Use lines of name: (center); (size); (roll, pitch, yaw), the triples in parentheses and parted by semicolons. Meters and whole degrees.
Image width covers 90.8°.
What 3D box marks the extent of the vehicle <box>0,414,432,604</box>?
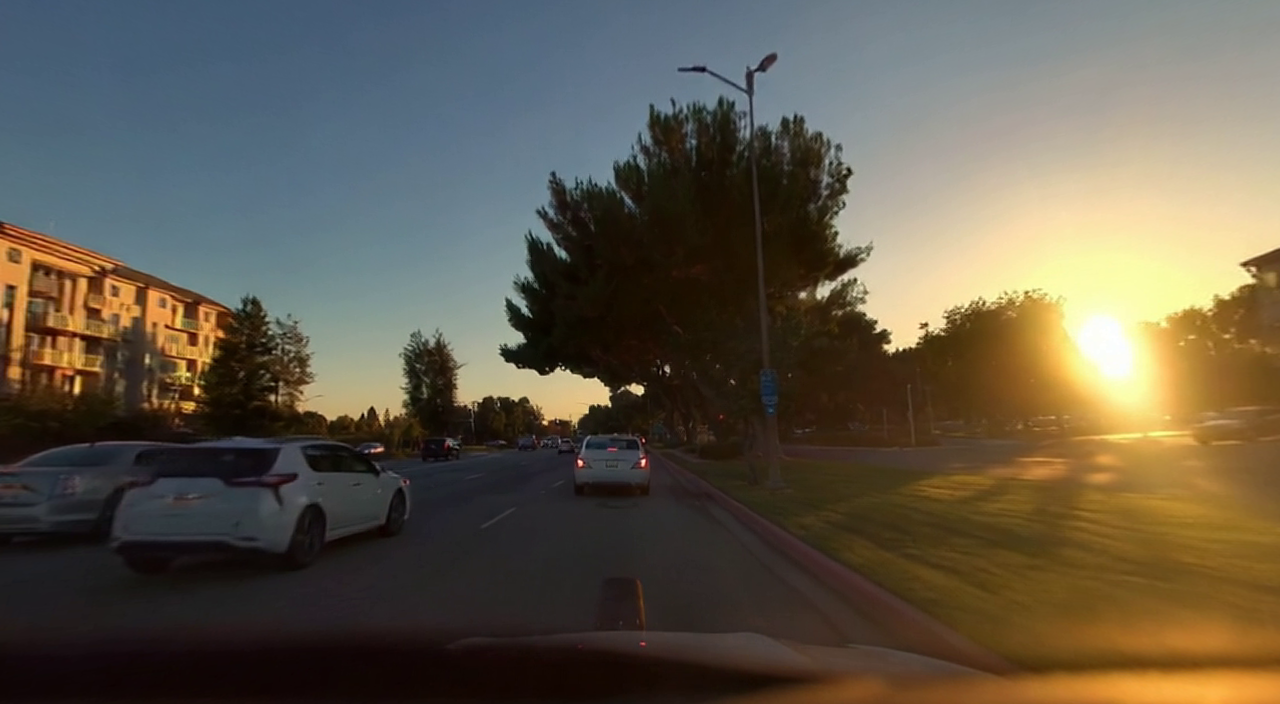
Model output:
vehicle: (-4.249, 1.611, 7.466); (2.032, 1.515, 4.641); (0, -8, 0)

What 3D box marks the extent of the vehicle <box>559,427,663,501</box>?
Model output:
vehicle: (-0.622, 2.589, 14.981); (2.099, 1.469, 4.389); (0, -8, -1)

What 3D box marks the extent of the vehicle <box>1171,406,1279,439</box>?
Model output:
vehicle: (26.711, 3.211, 28.647); (3.719, 1.416, 1.741); (0, -9, -4)
